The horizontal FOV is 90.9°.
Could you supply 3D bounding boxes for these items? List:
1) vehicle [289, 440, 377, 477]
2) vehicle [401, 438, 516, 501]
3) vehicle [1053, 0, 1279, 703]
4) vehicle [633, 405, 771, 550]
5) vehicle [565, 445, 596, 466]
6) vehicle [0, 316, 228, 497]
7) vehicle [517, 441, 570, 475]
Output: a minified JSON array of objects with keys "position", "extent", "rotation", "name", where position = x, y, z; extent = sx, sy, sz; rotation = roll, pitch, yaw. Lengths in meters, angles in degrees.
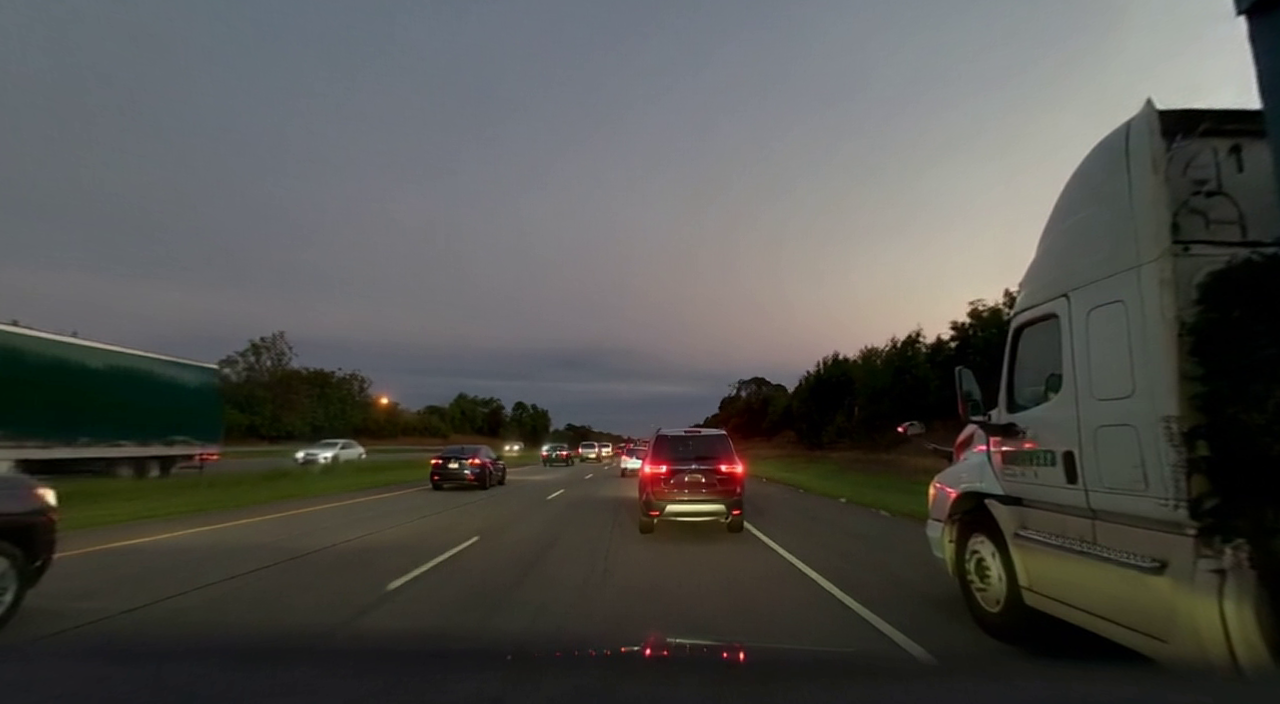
[{"position":[-12.823,4.460,26.586],"extent":[1.855,1.445,3.655],"rotation":[0,-9,1],"name":"vehicle"},{"position":[-4.728,3.108,17.028],"extent":[1.867,1.489,3.829],"rotation":[0,-9,1],"name":"vehicle"},{"position":[3.772,-0.080,1.844],"extent":[2.141,3.473,4.217],"rotation":[-1,-9,2],"name":"vehicle"},{"position":[0.809,1.981,10.480],"extent":[1.825,1.920,3.960],"rotation":[0,-9,0],"name":"vehicle"},{"position":[-4.367,7.643,46.671],"extent":[1.857,1.423,3.920],"rotation":[0,-9,2],"name":"vehicle"},{"position":[-15.959,1.317,14.807],"extent":[2.881,4.067,14.355],"rotation":[0,-9,0],"name":"vehicle"},{"position":[-4.663,5.213,31.143],"extent":[1.855,1.527,4.209],"rotation":[0,-9,1],"name":"vehicle"}]
